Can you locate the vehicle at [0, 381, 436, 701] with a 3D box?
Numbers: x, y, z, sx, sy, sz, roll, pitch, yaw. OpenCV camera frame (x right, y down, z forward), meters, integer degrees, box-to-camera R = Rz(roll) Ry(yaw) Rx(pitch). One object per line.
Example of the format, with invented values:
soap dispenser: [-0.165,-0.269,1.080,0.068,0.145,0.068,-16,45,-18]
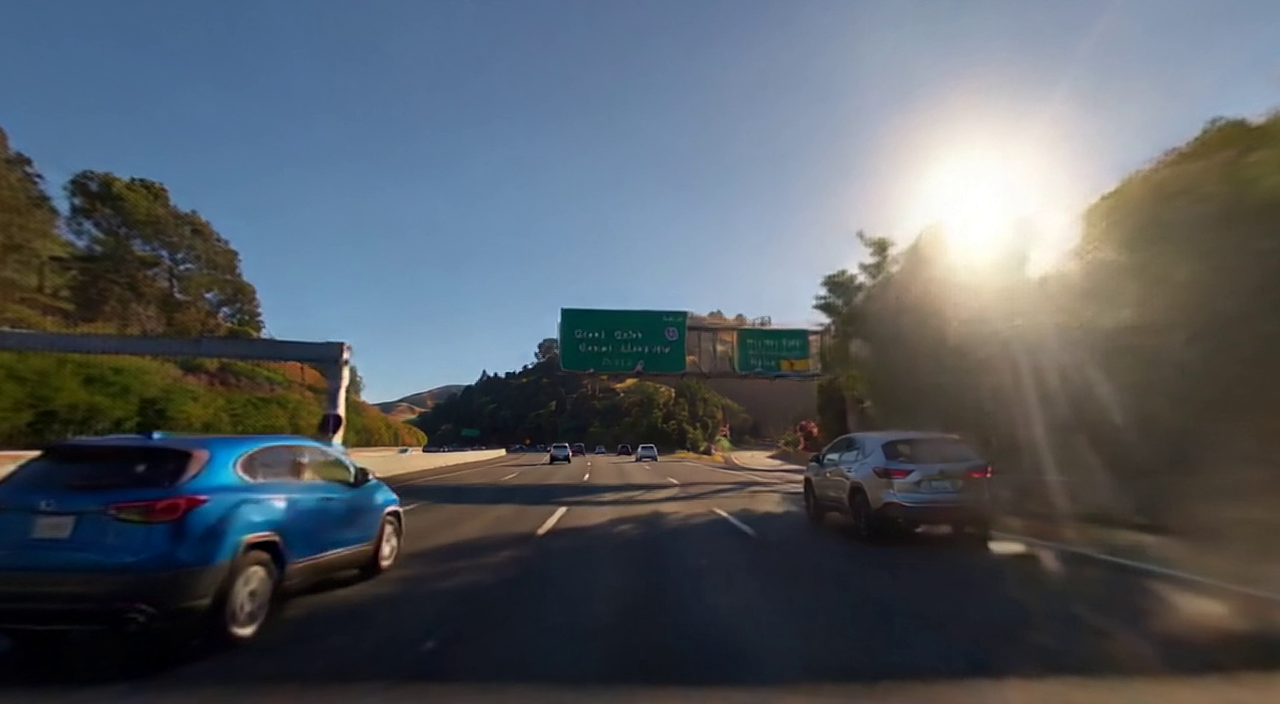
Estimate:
vehicle: [-3.759,1.393,5.873,2.213,1.766,4.598,0,-9,0]

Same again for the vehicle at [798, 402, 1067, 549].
vehicle: [4.464,1.990,10.782,2.103,1.903,4.837,0,-9,-2]
